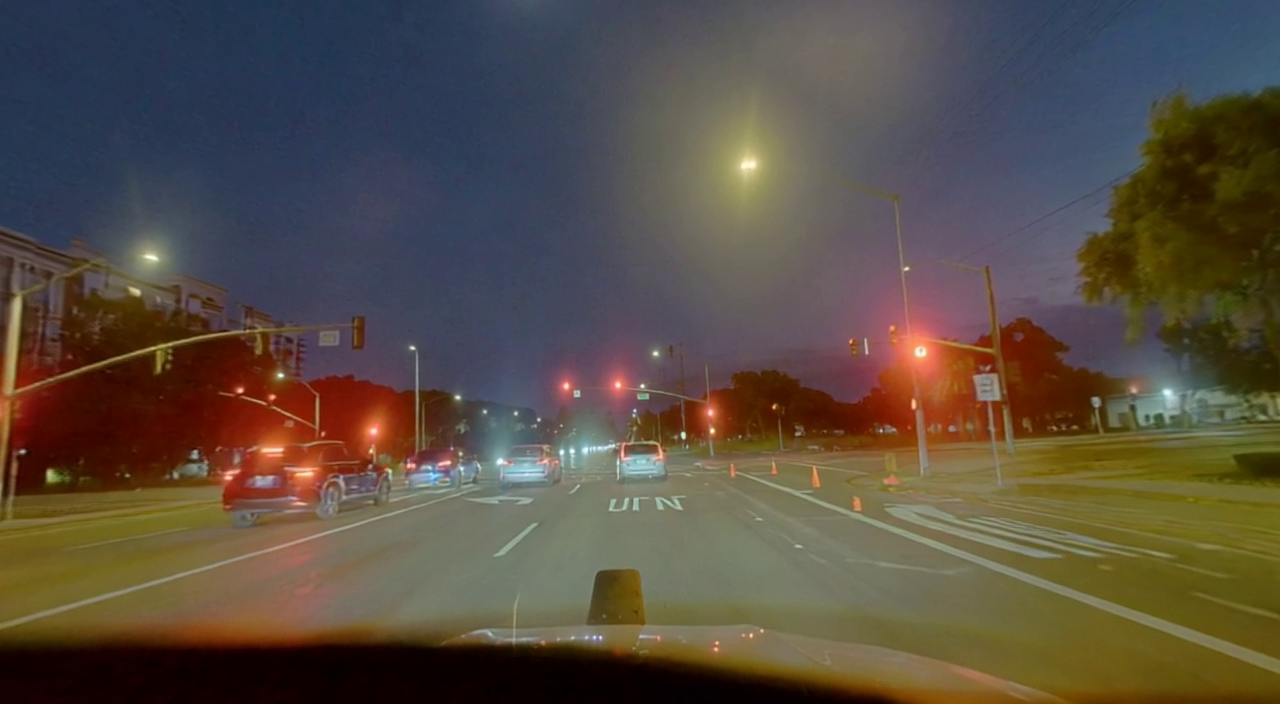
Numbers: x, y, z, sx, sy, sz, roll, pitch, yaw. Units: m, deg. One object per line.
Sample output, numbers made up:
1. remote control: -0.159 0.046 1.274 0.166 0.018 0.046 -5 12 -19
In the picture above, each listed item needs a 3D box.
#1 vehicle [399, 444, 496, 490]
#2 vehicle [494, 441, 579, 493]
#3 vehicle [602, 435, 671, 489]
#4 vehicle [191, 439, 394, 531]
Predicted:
1. vehicle: -6.727 4.043 22.589 2.074 1.447 4.224 0 -8 1
2. vehicle: -3.140 3.572 20.007 1.946 1.437 4.154 0 -8 1
3. vehicle: -0.096 3.482 20.349 1.985 1.521 3.968 0 -8 0
4. vehicle: -6.869 2.624 13.095 1.869 1.570 4.064 0 -8 0
